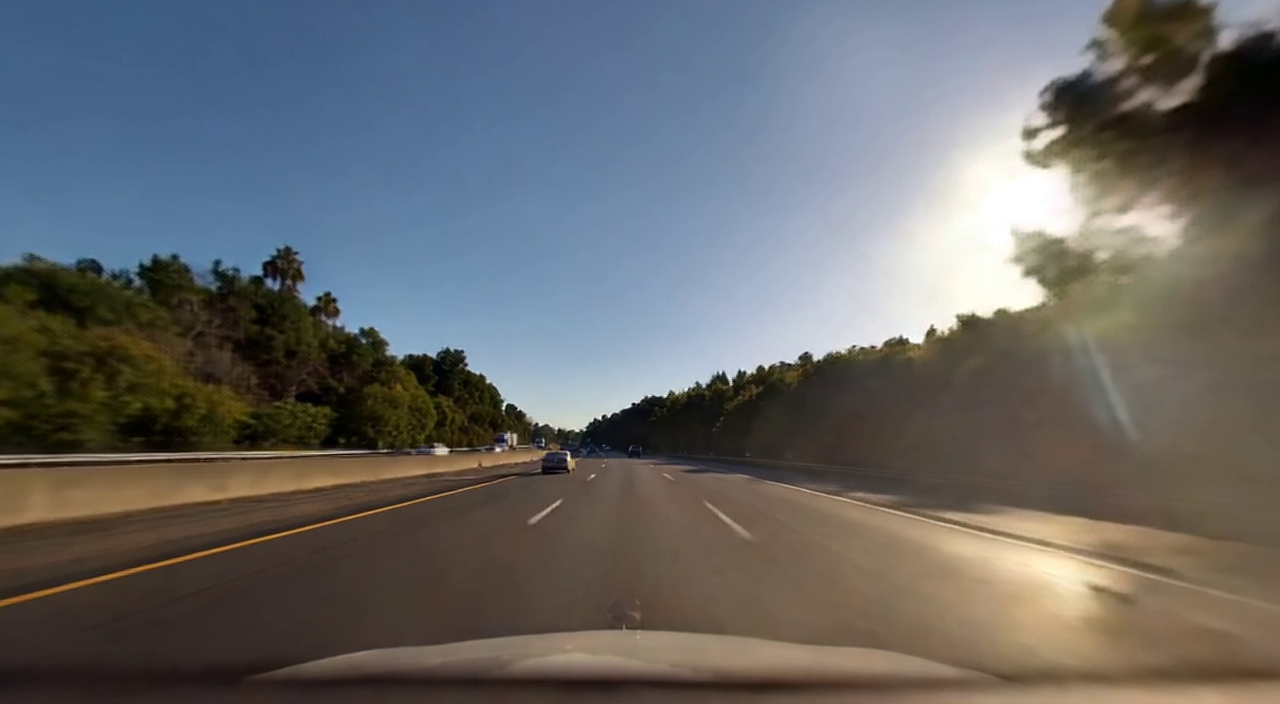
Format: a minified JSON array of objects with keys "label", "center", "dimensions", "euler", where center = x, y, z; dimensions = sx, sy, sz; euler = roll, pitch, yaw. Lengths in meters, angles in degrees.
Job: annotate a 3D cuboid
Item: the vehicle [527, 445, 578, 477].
[{"label":"vehicle","center":[-4.474,5.657,32.952],"dimensions":[2.022,1.513,4.613],"euler":[0,-9,0]}]
